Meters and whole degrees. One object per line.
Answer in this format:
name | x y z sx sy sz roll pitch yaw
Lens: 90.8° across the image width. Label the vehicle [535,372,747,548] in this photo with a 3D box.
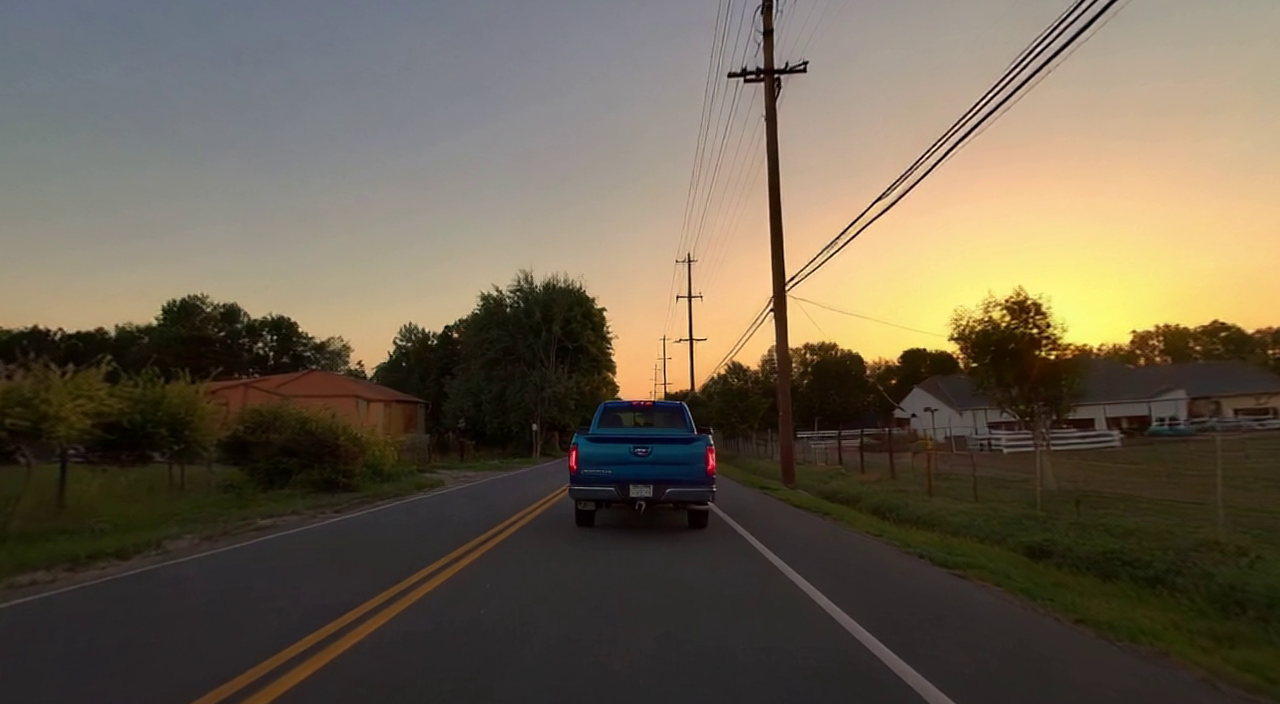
vehicle | -0.064 1.798 11.063 2.693 2.223 5.885 0 -8 -2
